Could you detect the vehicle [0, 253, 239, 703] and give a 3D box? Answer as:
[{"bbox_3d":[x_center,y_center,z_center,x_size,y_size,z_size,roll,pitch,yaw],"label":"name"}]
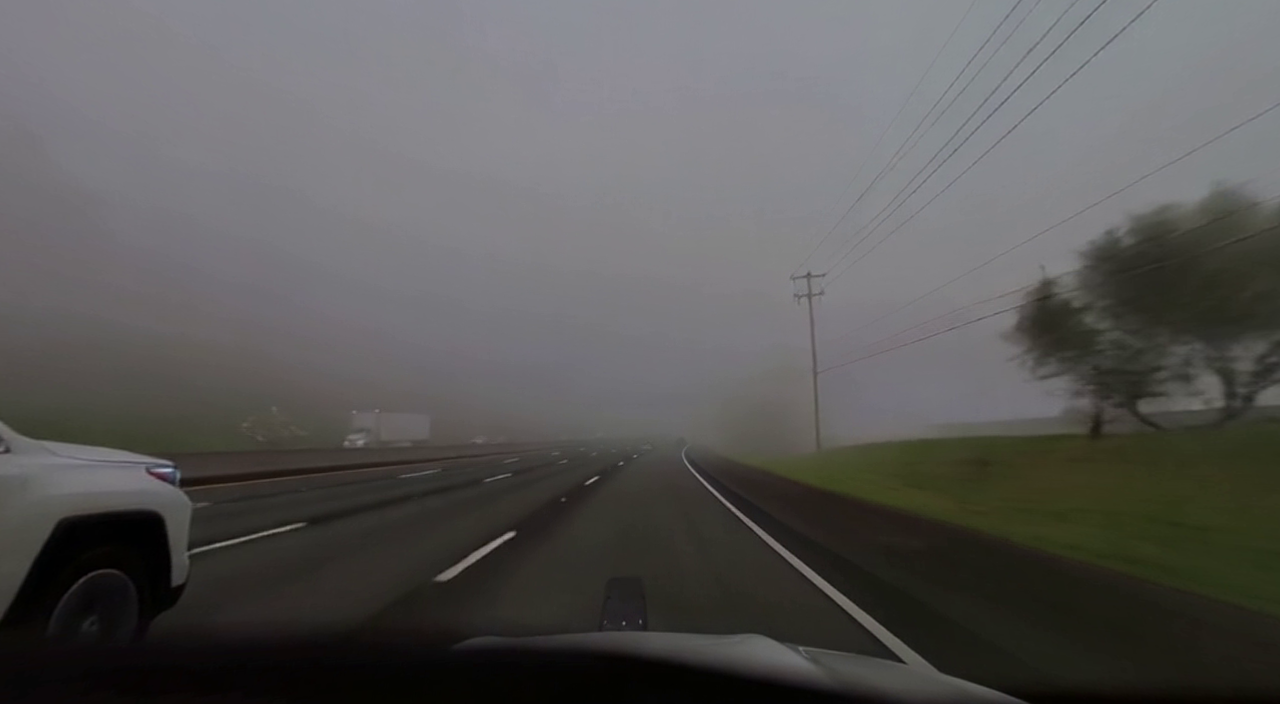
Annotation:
[{"bbox_3d":[-3.455,0.447,1.105,2.136,1.975,5.037,0,-8,0],"label":"vehicle"}]
